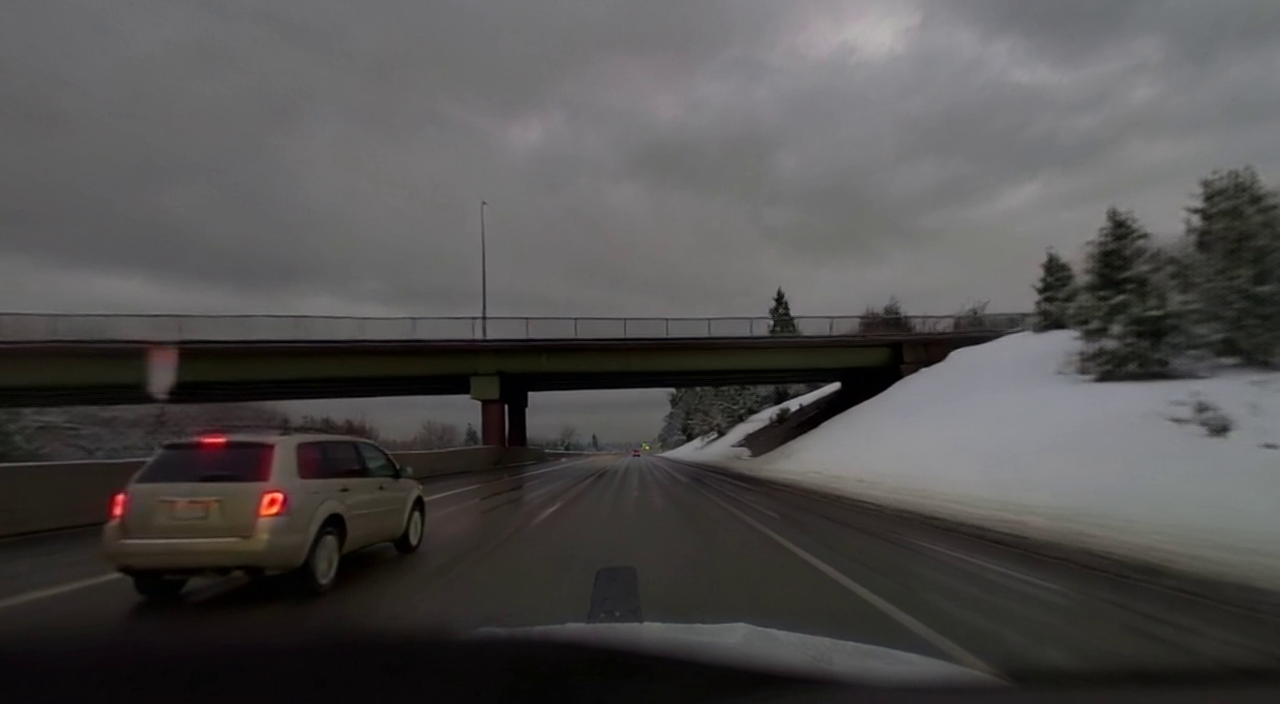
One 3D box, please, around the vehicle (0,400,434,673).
[{"bbox_3d":[-3.789,1.467,6.079,2.082,1.668,4.274,0,-9,1],"label":"vehicle"}]
